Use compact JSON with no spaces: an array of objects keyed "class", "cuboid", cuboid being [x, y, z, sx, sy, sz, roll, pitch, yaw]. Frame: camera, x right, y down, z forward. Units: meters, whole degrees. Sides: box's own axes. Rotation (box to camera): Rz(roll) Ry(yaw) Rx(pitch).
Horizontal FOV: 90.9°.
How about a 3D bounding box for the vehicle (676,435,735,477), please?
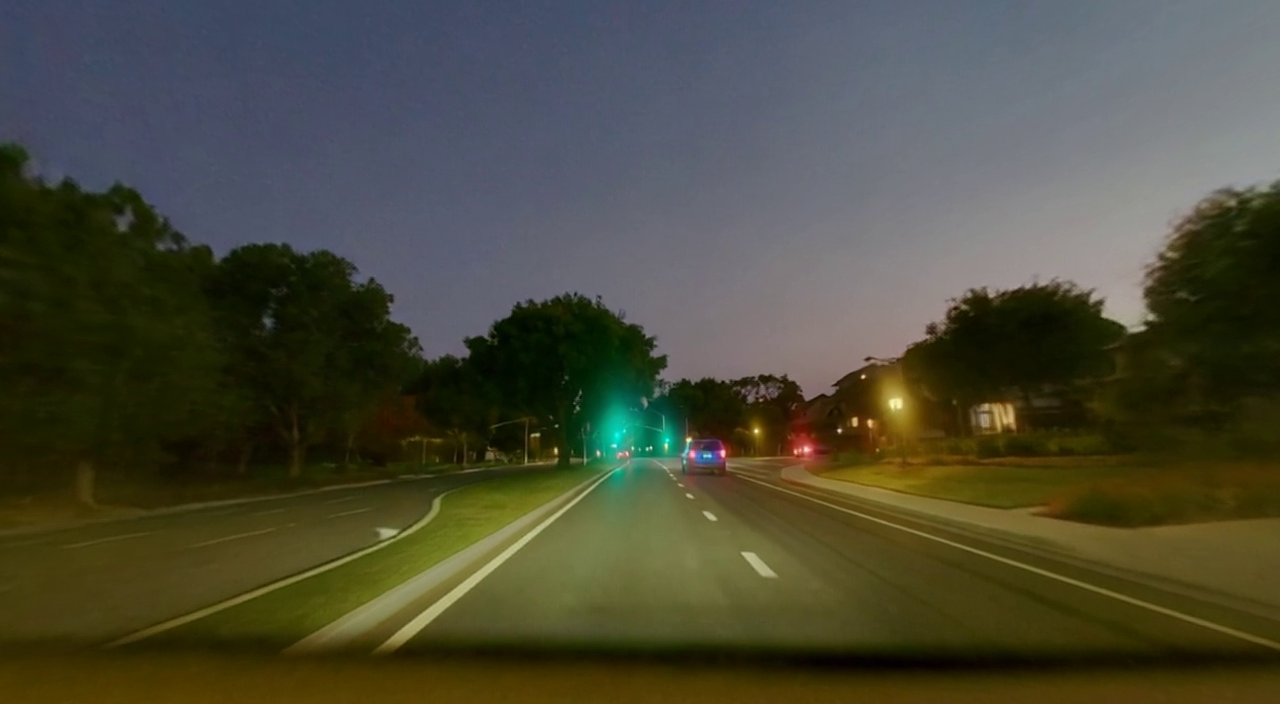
[{"class":"vehicle","cuboid":[2.898,4.738,28.908,2.180,1.773,4.639,0,-9,-1]}]
